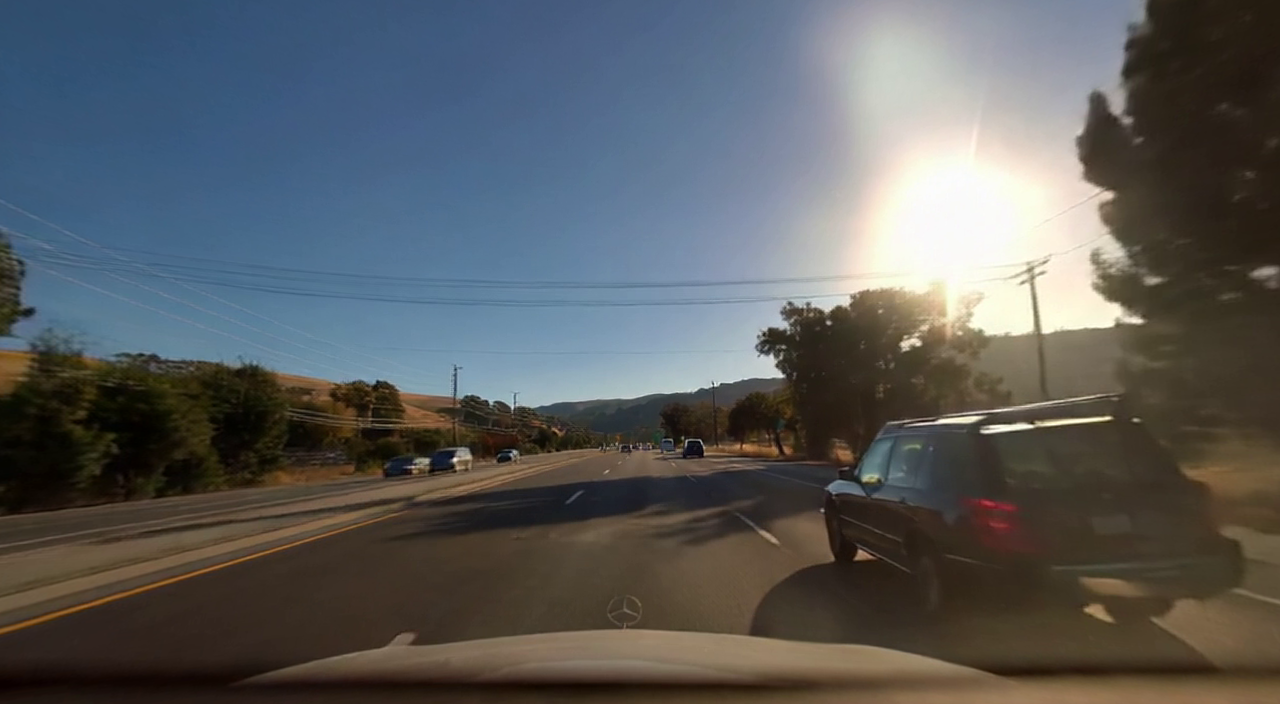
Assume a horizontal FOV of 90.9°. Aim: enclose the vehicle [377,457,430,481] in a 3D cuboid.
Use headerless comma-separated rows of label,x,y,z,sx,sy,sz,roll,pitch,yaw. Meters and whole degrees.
vehicle,-16.245,8.038,43.535,1.869,1.491,4.449,0,-8,1
